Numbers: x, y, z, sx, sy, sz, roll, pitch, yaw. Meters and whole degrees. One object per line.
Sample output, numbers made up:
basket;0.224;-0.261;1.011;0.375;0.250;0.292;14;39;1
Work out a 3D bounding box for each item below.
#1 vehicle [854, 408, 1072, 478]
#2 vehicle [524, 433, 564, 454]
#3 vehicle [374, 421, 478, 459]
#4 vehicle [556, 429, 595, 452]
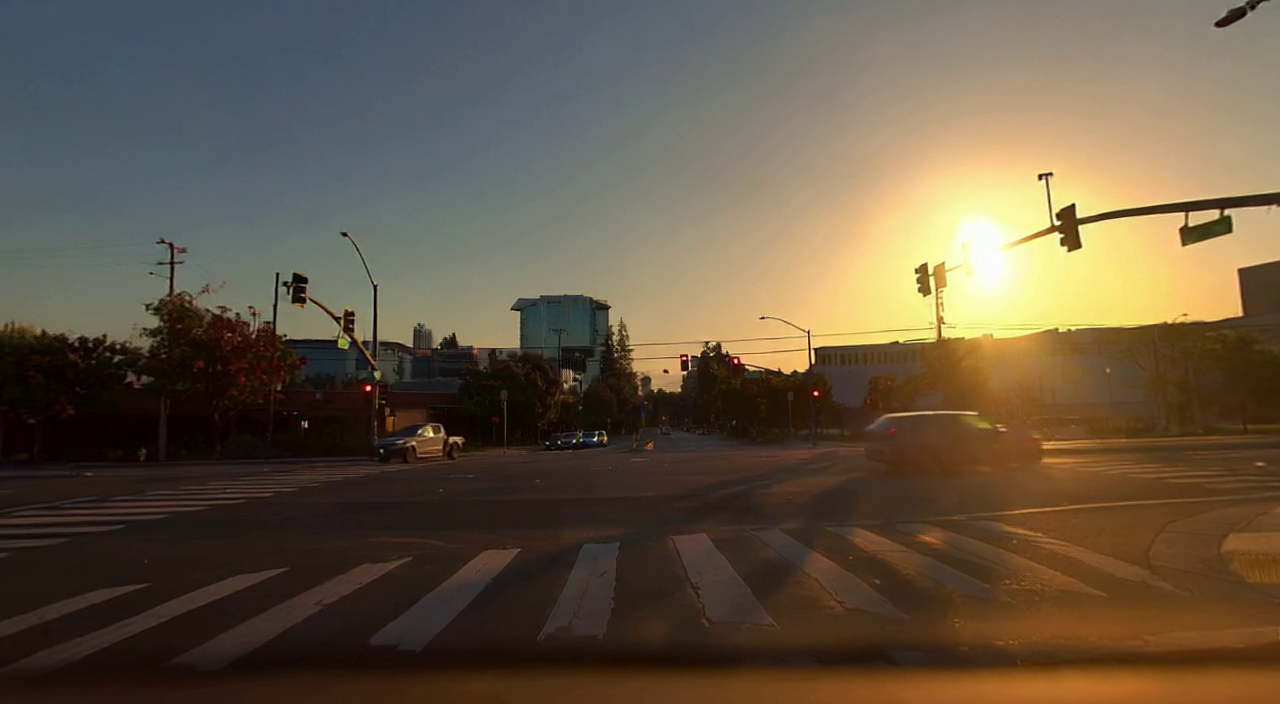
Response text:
vehicle;8.472;2.414;16.766;4.854;1.684;1.945;1;-9;-9
vehicle;-7.248;7.006;48.145;2.054;1.536;3.927;-1;-9;6
vehicle;-11.344;4.717;33.780;2.000;1.864;5.044;-6;-10;34
vehicle;-4.398;6.171;43.784;1.919;1.467;4.086;-1;-9;5
